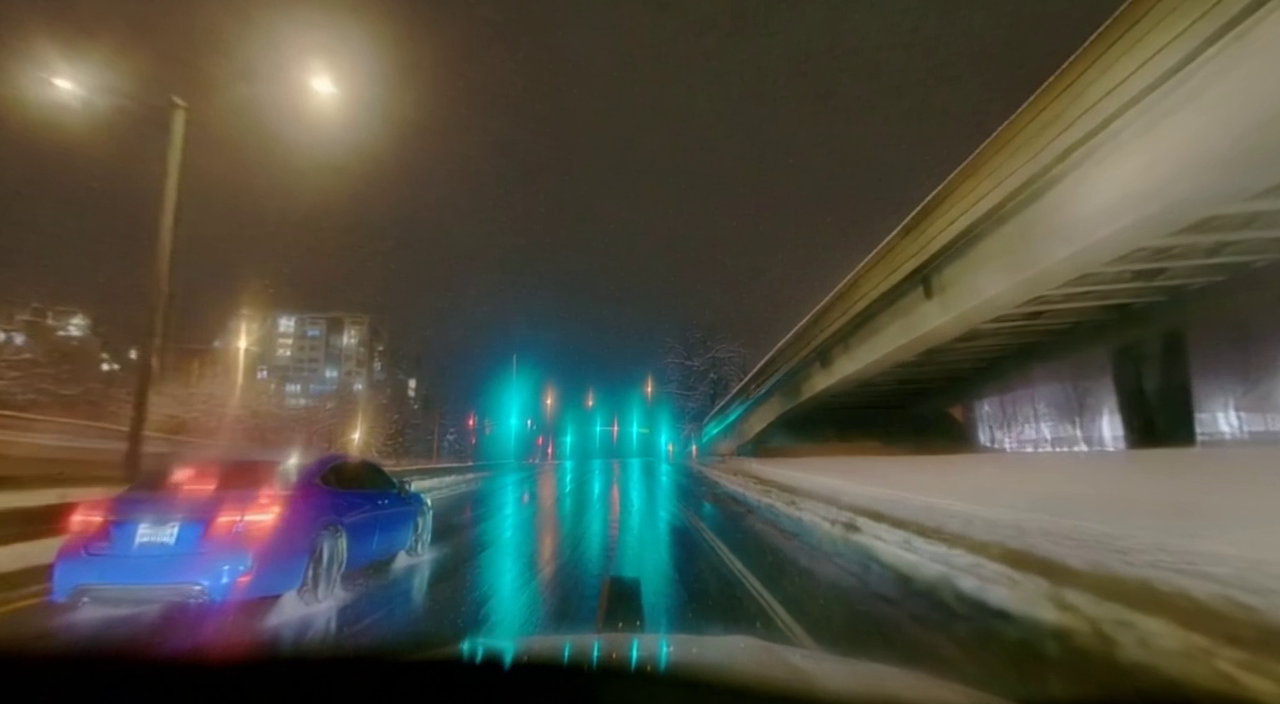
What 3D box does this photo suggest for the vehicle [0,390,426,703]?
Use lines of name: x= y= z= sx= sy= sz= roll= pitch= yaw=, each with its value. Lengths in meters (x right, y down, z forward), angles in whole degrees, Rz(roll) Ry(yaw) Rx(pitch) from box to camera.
vehicle: x=-3.107 y=1.166 z=3.927 sx=2.041 sy=1.470 sz=4.290 roll=0 pitch=-9 yaw=0
